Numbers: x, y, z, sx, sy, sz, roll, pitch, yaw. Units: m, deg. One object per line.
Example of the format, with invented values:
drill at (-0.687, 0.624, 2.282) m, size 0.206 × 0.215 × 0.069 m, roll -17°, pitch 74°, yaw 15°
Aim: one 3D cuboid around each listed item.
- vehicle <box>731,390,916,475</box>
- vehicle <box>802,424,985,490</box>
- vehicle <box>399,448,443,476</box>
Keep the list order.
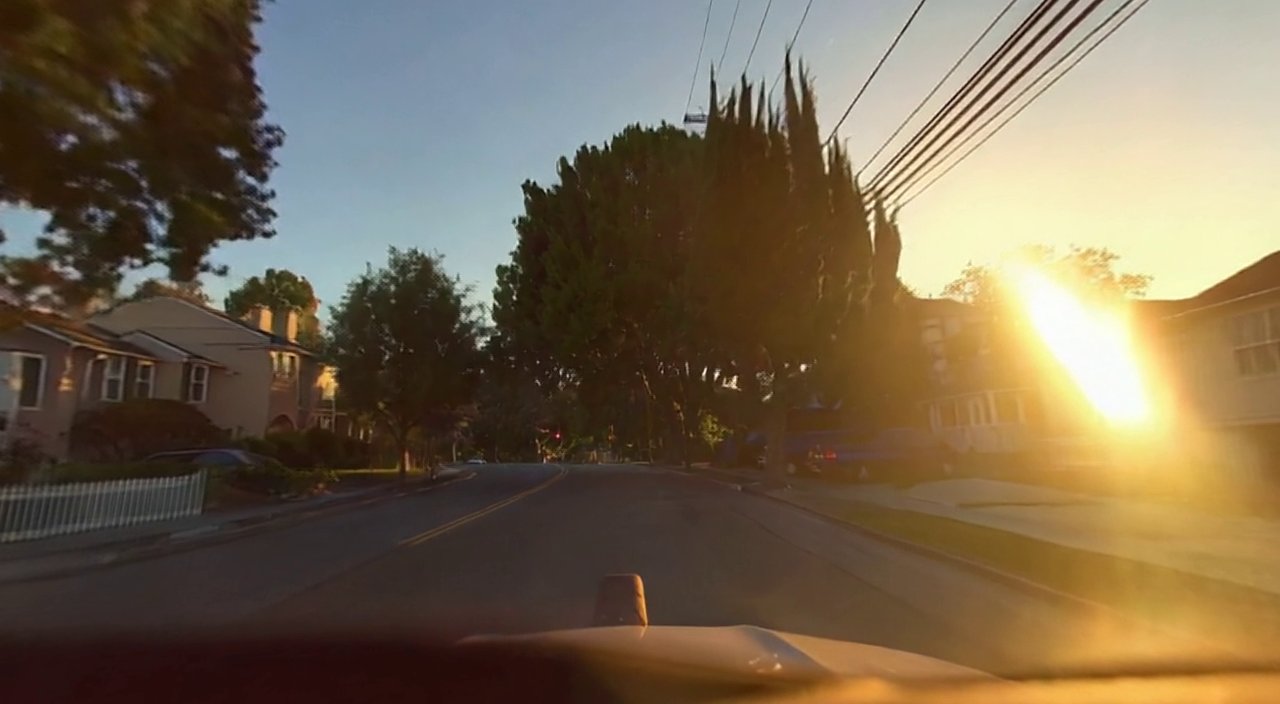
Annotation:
vehicle at (7.916, 3.539, 27.783) m, size 7.115 × 3.010 × 2.378 m, roll -4°, pitch -9°, yaw -6°
vehicle at (7.292, 3.064, 18.533) m, size 4.412 × 1.565 × 1.957 m, roll -3°, pitch -9°, yaw -1°
vehicle at (-13.495, 6.727, 38.926) m, size 2.390 × 1.431 × 4.253 m, roll 1°, pitch -8°, yaw -19°
